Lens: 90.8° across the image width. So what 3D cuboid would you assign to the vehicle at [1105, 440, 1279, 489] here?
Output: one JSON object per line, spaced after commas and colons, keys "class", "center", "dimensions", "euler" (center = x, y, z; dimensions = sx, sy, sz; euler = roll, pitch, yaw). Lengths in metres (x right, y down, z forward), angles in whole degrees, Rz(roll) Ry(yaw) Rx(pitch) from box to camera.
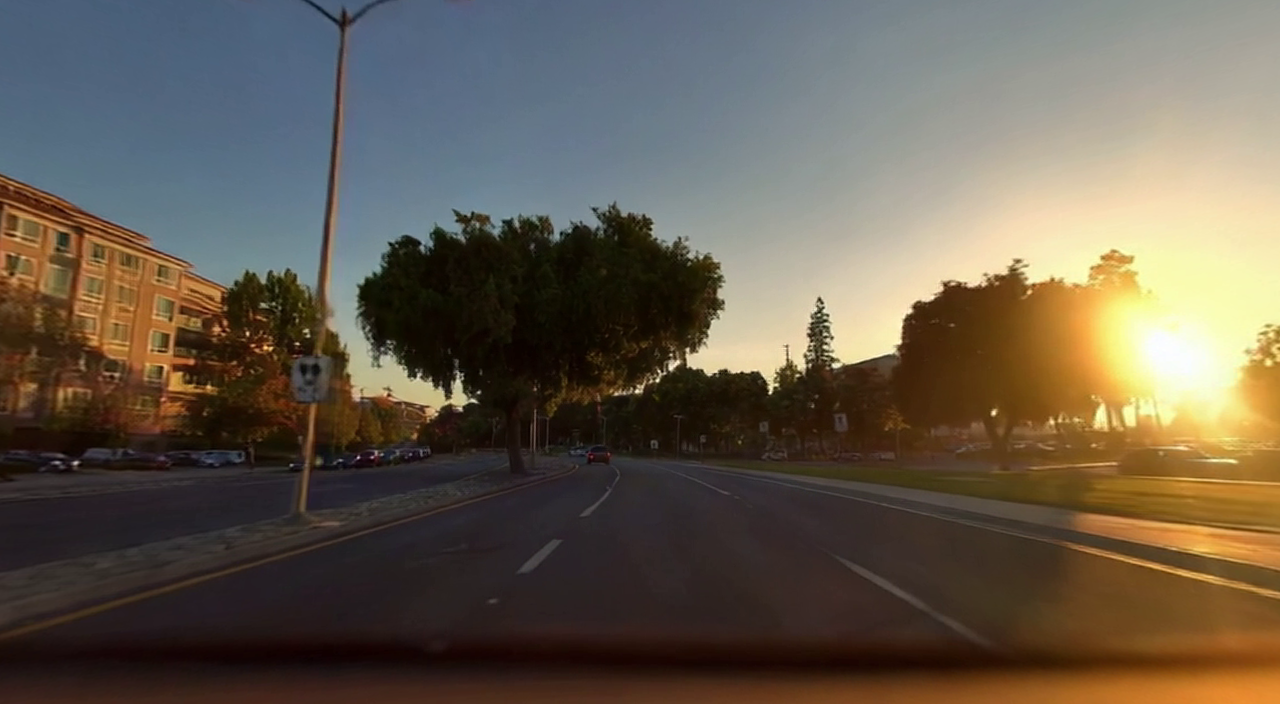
{"class": "vehicle", "center": [25.329, 5.130, 29.112], "dimensions": [2.337, 1.969, 5.826], "euler": [6, -10, -22]}
